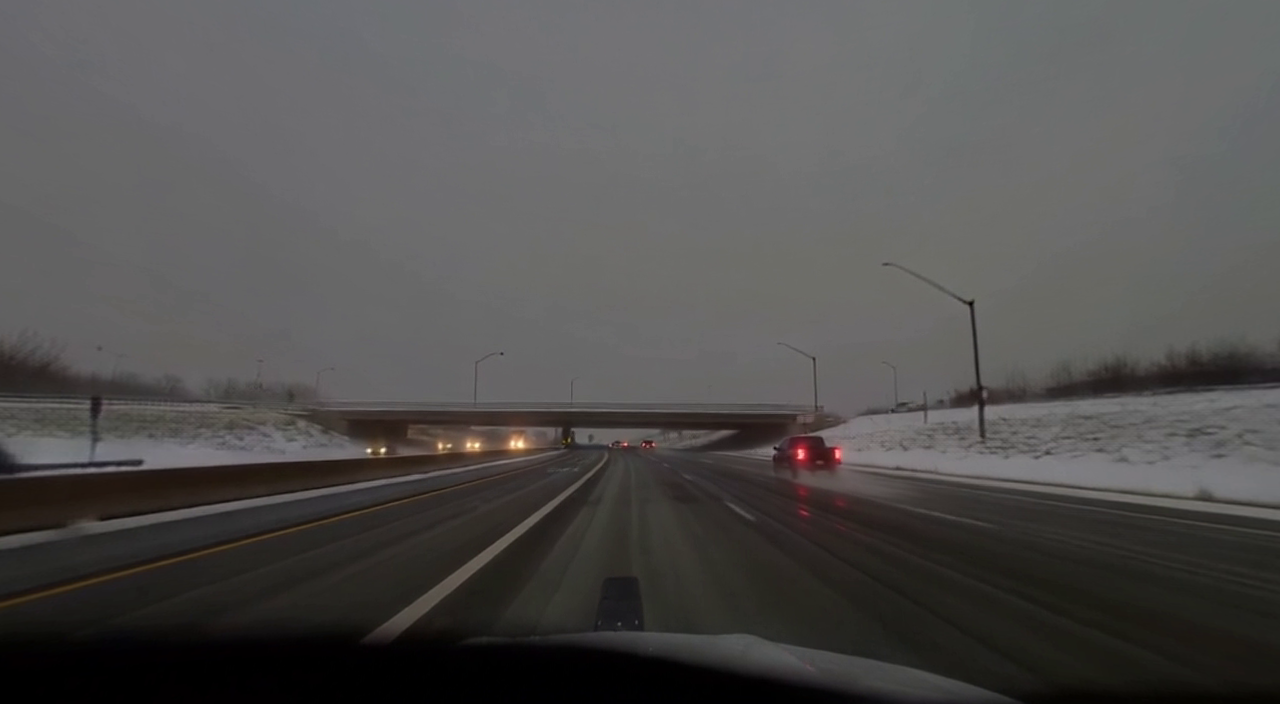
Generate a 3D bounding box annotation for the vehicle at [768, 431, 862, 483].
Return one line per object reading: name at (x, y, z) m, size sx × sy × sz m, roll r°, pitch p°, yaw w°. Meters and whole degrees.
vehicle at (6.377, 3.880, 23.605) m, size 2.104 × 1.723 × 4.538 m, roll 0°, pitch -9°, yaw -2°
